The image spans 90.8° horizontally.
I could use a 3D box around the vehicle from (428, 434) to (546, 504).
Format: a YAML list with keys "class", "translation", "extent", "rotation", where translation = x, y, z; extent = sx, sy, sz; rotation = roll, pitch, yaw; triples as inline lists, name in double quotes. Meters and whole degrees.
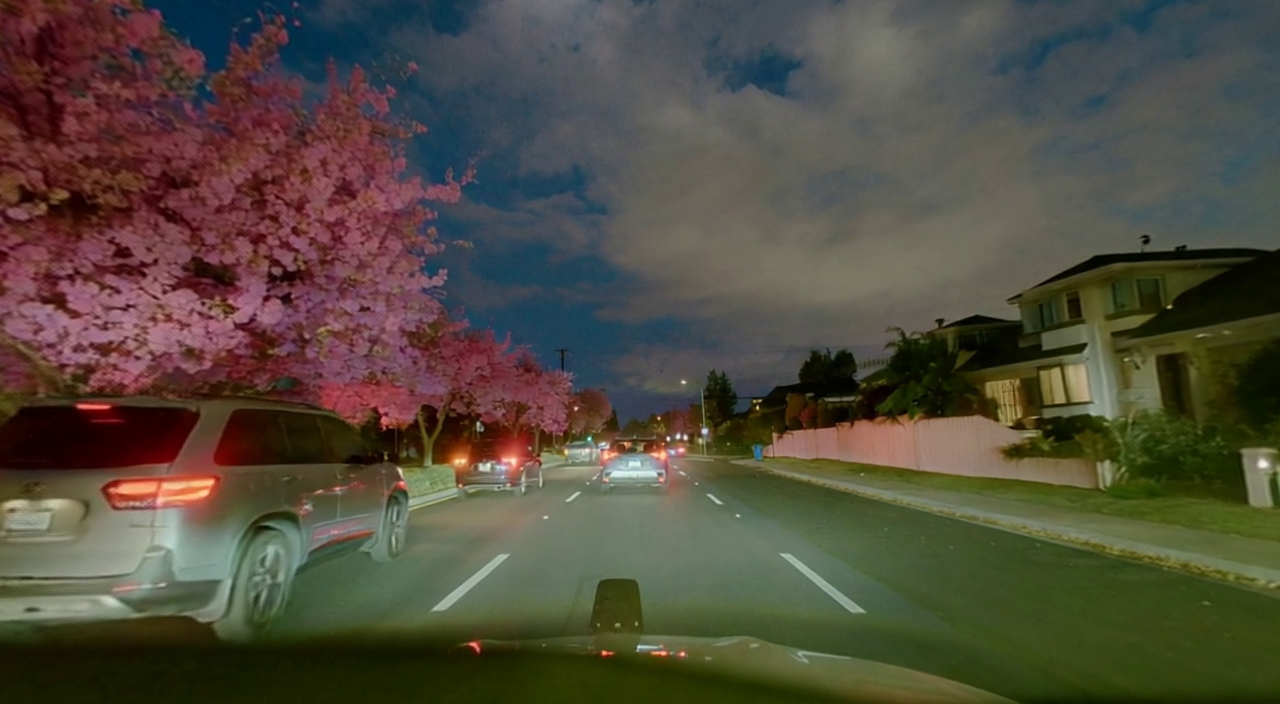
- class: "vehicle"
  translation: [-3.766, 2.941, 16.328]
  extent: [2.066, 1.565, 3.905]
  rotation: [0, -8, 0]

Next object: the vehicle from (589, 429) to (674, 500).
- class: "vehicle"
  translation: [-0.200, 2.935, 16.820]
  extent: [1.997, 1.636, 3.760]
  rotation: [0, -8, 0]

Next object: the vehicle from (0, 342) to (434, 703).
- class: "vehicle"
  translation: [-3.700, 1.245, 5.752]
  extent: [2.161, 1.919, 4.798]
  rotation: [0, -8, -2]

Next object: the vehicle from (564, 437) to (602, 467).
- class: "vehicle"
  translation: [-3.581, 6.422, 40.635]
  extent: [2.080, 1.780, 4.879]
  rotation: [0, -8, -1]
